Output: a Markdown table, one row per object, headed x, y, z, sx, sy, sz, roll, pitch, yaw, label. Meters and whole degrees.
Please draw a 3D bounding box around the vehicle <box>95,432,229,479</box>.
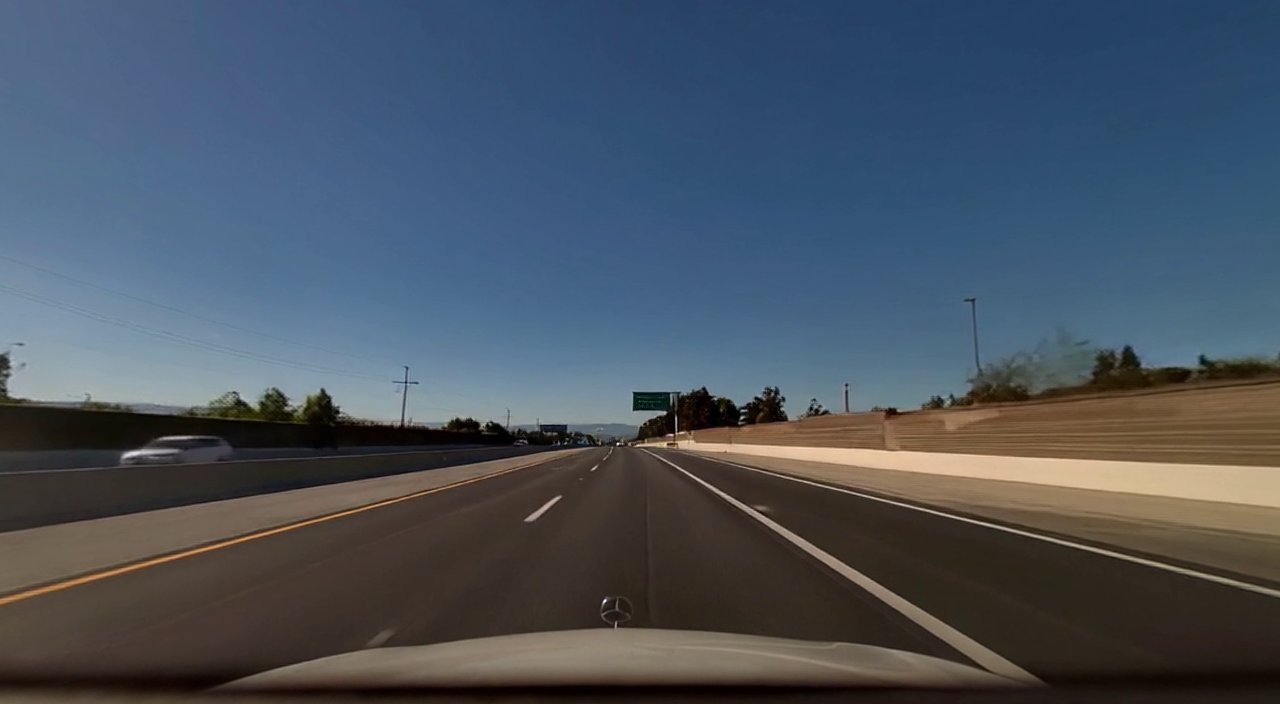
| x | y | z | sx | sy | sz | roll | pitch | yaw | label |
| --- | --- | --- | --- | --- | --- | --- | --- | --- | --- |
| -16.143 | 3.505 | 21.515 | 1.709 | 1.443 | 3.641 | 0 | -8 | 0 | vehicle |
